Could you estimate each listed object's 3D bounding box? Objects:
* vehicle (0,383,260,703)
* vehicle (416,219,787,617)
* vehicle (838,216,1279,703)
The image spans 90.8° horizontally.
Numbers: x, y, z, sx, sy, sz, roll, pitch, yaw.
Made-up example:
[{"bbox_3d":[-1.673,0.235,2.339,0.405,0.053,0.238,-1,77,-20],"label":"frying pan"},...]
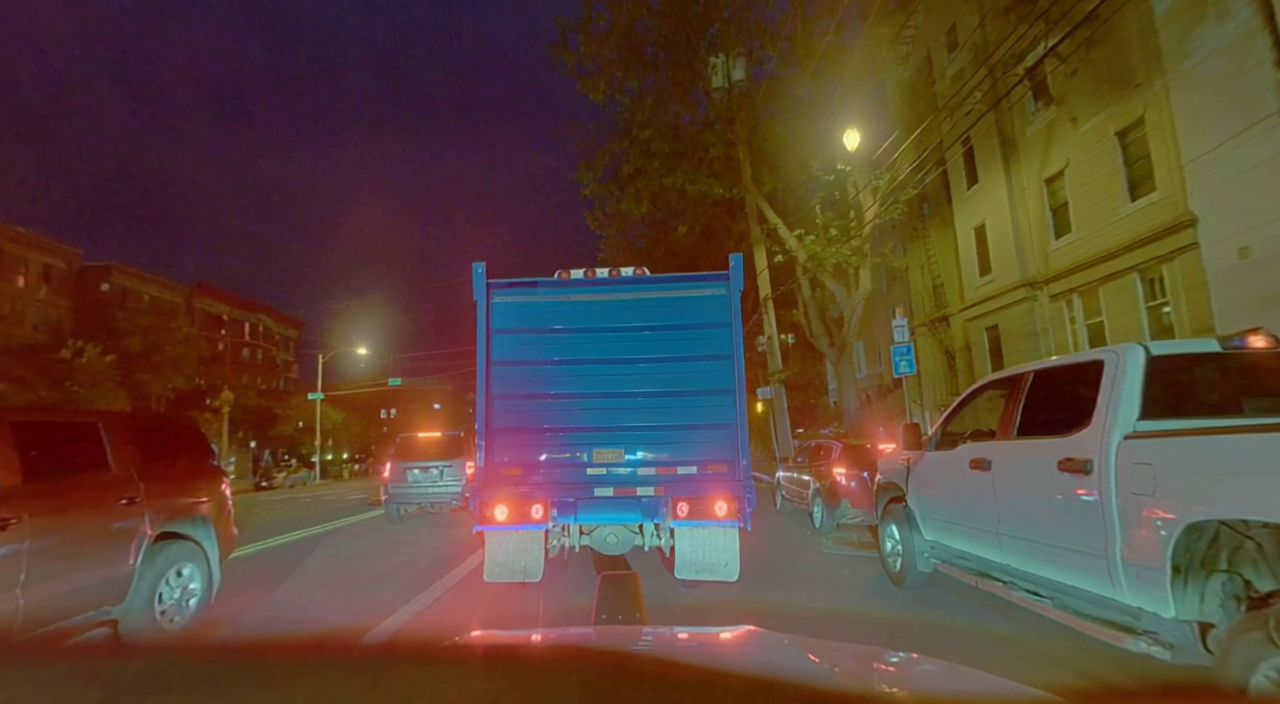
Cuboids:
[{"bbox_3d":[-4.124,0.957,2.839,1.988,1.657,4.492,0,-8,0],"label":"vehicle"},{"bbox_3d":[-0.236,1.072,9.205,2.878,3.204,8.244,0,-8,1],"label":"vehicle"},{"bbox_3d":[3.234,0.824,3.865,2.242,1.979,5.722,0,-8,1],"label":"vehicle"}]
